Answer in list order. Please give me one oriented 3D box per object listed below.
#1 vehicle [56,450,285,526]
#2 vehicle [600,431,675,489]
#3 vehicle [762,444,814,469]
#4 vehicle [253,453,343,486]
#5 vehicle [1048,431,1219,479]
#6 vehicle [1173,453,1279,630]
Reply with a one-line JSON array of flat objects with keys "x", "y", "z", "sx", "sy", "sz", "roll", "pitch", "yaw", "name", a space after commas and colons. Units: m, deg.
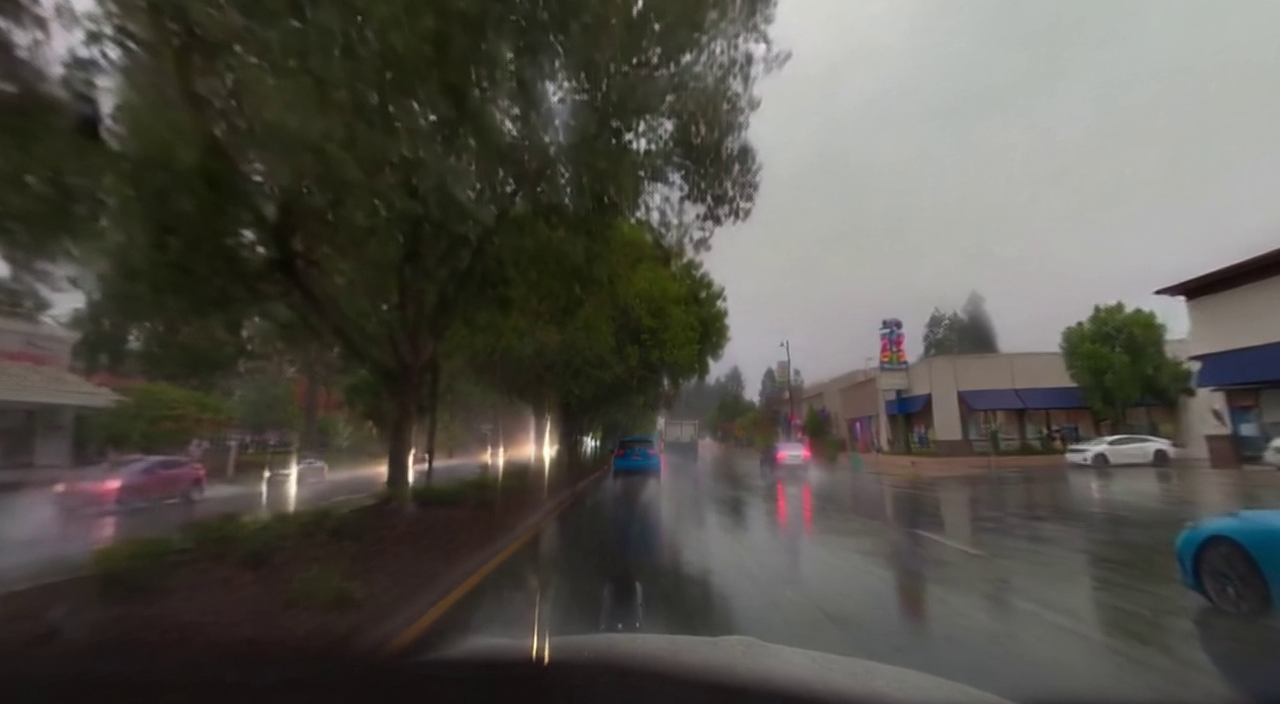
[{"x": -10.849, "y": 3.125, "z": 15.179, "sx": 1.900, "sy": 1.497, "sz": 4.626, "roll": 0, "pitch": -9, "yaw": 0, "name": "vehicle"}, {"x": -0.118, "y": 3.595, "z": 21.313, "sx": 2.266, "sy": 1.762, "sz": 4.131, "roll": 0, "pitch": -9, "yaw": -1, "name": "vehicle"}, {"x": 9.078, "y": 6.440, "z": 39.074, "sx": 2.045, "sy": 1.484, "sz": 4.342, "roll": 0, "pitch": -9, "yaw": -2, "name": "vehicle"}, {"x": -17.077, "y": 5.859, "z": 31.869, "sx": 1.929, "sy": 1.460, "sz": 4.668, "roll": 0, "pitch": -9, "yaw": 0, "name": "vehicle"}, {"x": 19.502, "y": 4.043, "z": 25.120, "sx": 4.932, "sy": 1.514, "sz": 2.327, "roll": -3, "pitch": -8, "yaw": -5, "name": "vehicle"}, {"x": 5.909, "y": 1.221, "z": 3.426, "sx": 2.258, "sy": 1.294, "sz": 4.312, "roll": 0, "pitch": -9, "yaw": 0, "name": "vehicle"}]
